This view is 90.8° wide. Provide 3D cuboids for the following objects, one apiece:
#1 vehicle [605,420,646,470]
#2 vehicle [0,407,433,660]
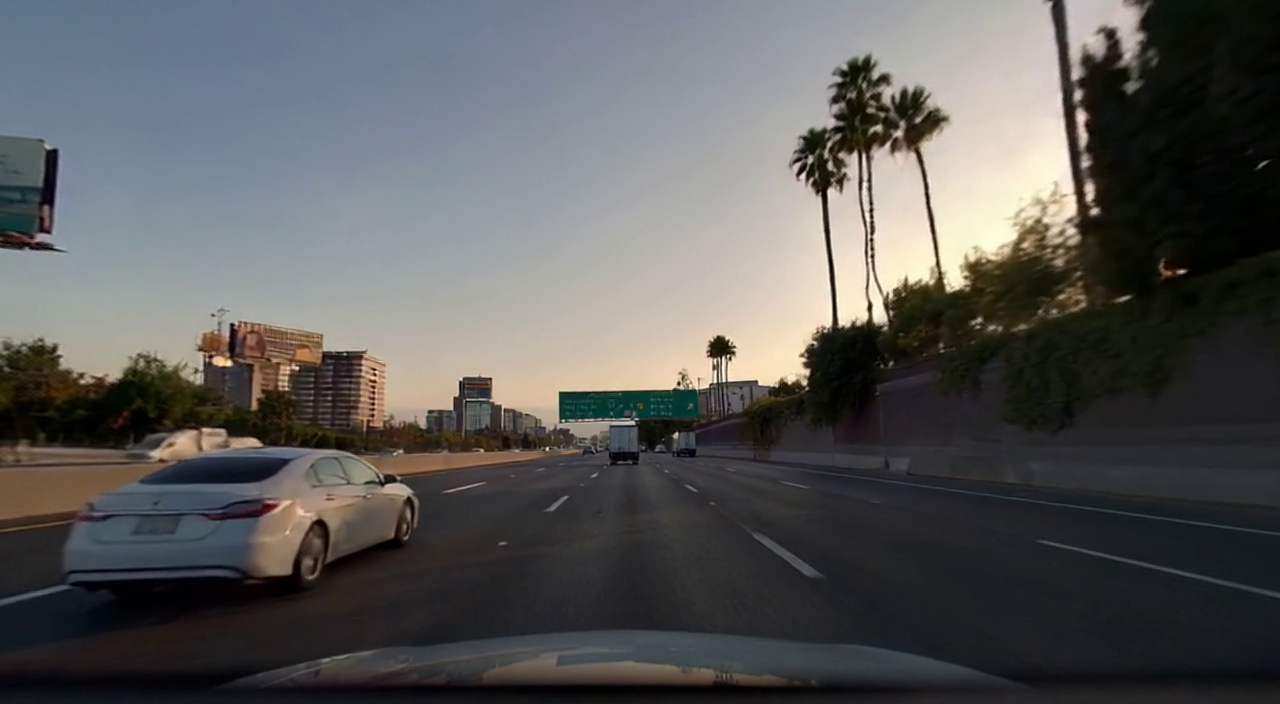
[{"bbox_3d":[-0.966,5.958,40.473,2.364,2.953,6.495,0,-9,-2],"label":"vehicle"},{"bbox_3d":[-3.983,1.525,6.544,2.021,1.598,4.887,0,-9,0],"label":"vehicle"}]
